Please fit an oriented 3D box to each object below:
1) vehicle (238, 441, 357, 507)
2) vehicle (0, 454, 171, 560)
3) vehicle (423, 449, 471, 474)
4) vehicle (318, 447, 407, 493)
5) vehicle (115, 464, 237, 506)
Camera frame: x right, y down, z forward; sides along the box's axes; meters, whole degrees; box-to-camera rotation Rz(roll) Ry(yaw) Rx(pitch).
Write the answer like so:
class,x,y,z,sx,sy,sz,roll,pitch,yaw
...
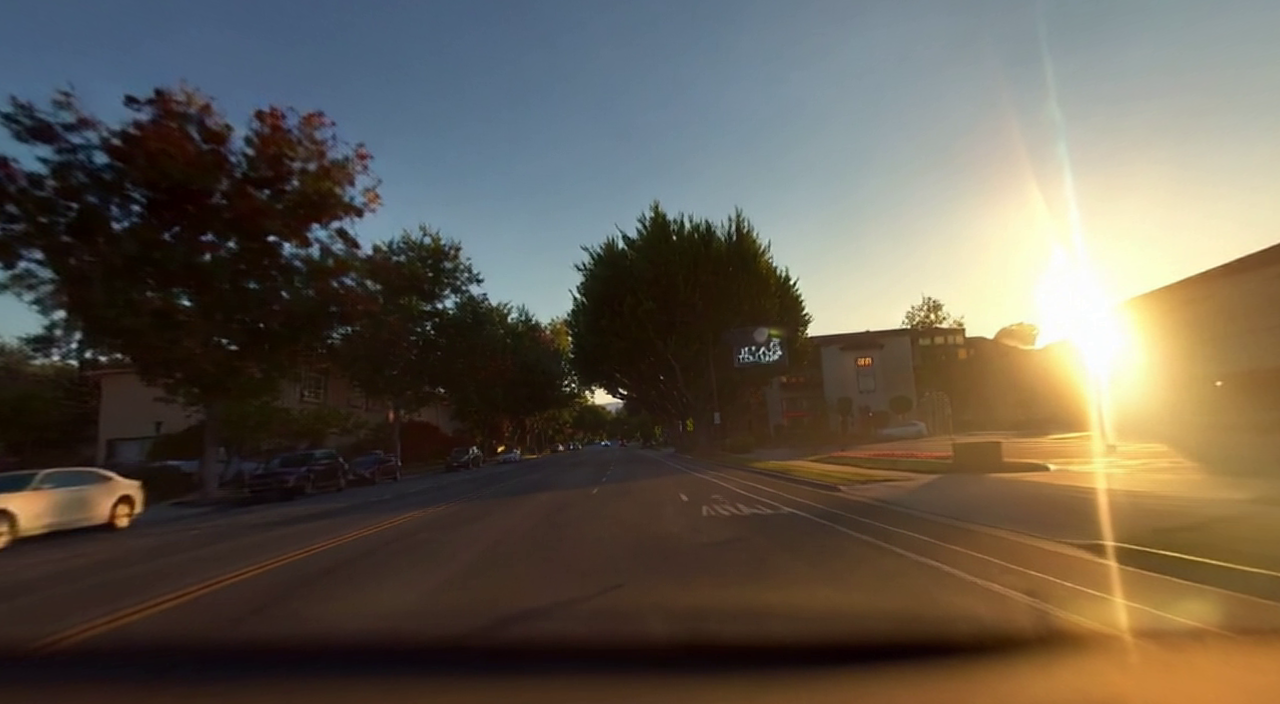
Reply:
class,x,y,z,sx,sy,sz,roll,pitch,yaw
vehicle,-12.064,4.261,22.592,2.015,1.884,4.488,-6,-8,-5
vehicle,-11.780,2.857,12.087,1.950,1.720,4.868,0,-8,-1
vehicle,-12.521,7.113,41.290,1.958,1.457,4.254,0,-8,-2
vehicle,-12.162,5.152,28.005,2.076,1.681,4.423,-4,-9,-2
vehicle,-18.162,5.190,25.013,1.963,1.383,3.903,2,-9,-3
